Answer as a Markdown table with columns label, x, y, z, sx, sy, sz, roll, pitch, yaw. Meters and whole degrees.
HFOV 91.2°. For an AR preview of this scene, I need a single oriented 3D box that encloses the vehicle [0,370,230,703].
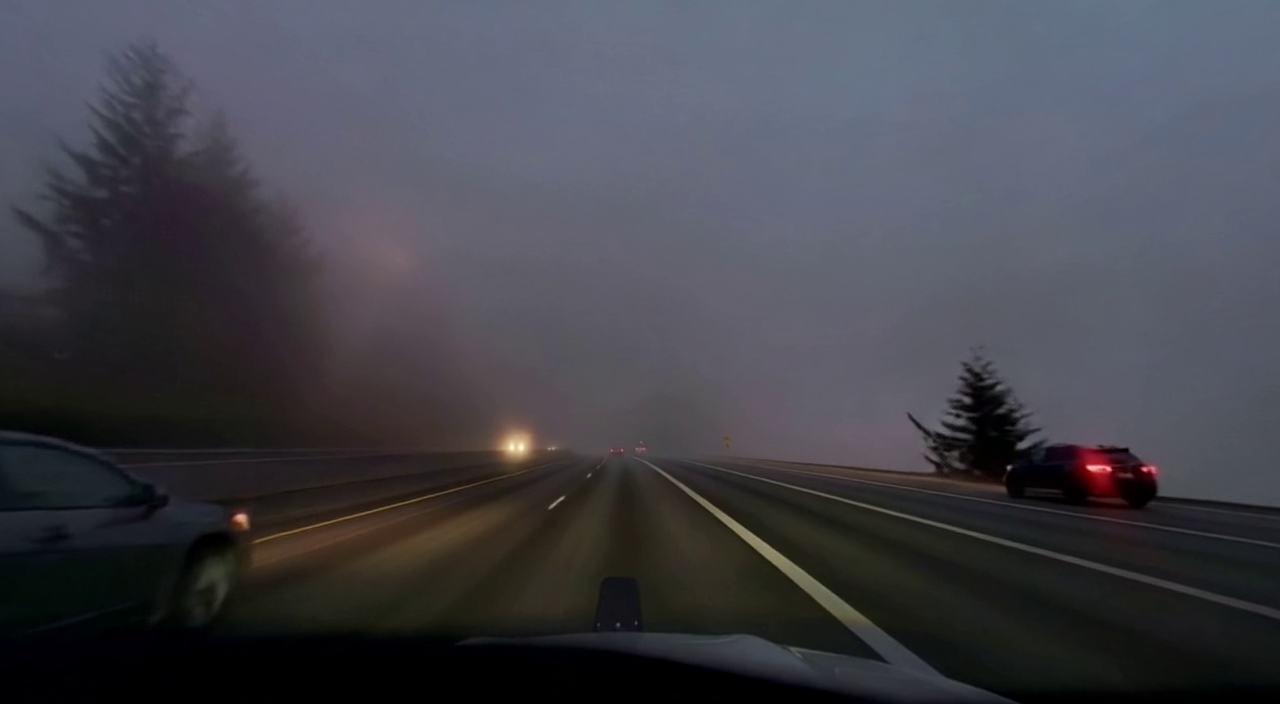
| label | x | y | z | sx | sy | sz | roll | pitch | yaw |
| --- | --- | --- | --- | --- | --- | --- | --- | --- | --- |
| vehicle | -3.877 | 0.833 | 2.334 | 2.071 | 1.615 | 3.868 | 0 | -9 | -1 |

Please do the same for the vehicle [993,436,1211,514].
| label | x | y | z | sx | sy | sz | roll | pitch | yaw |
| --- | --- | --- | --- | --- | --- | --- | --- | --- | --- |
| vehicle | 9.933 | 2.654 | 13.927 | 1.853 | 1.463 | 3.780 | 0 | -9 | -1 |
